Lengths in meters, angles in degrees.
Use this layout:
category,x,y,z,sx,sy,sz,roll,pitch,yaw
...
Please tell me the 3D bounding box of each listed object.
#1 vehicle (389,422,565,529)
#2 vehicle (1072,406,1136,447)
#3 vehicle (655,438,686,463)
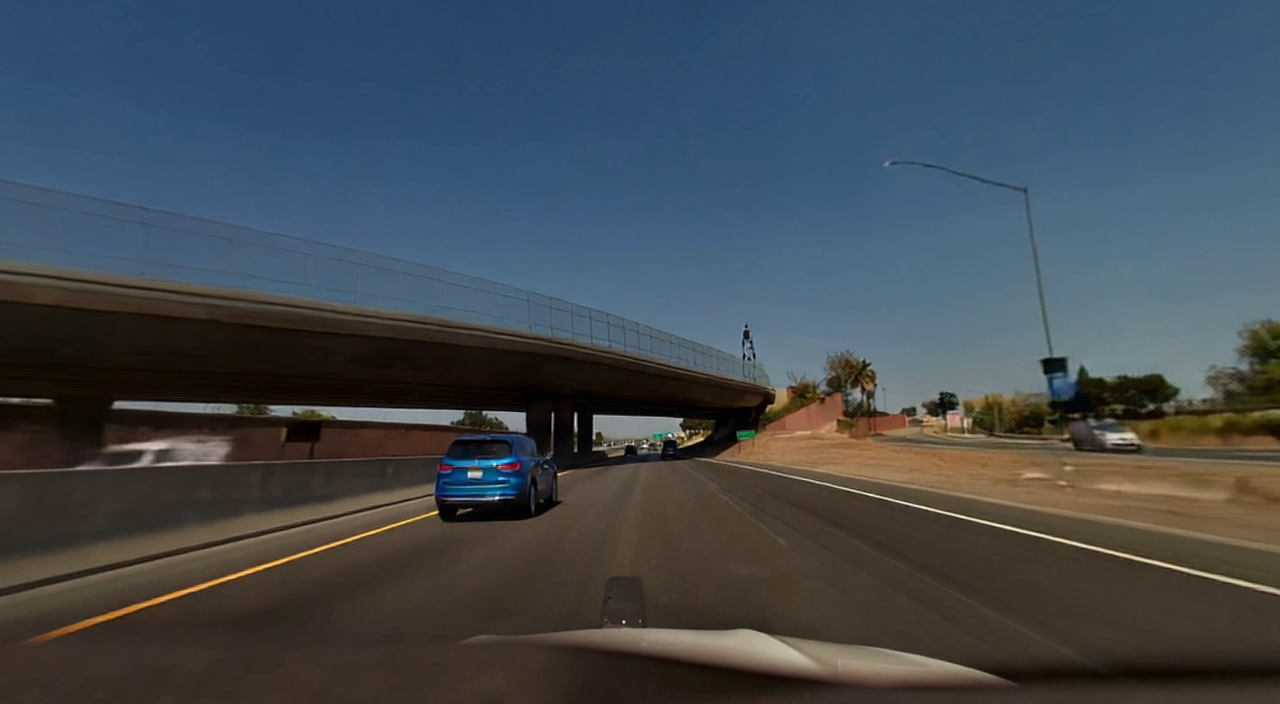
category,x,y,z,sx,sy,sz,roll,pitch,yaw
vehicle,-2.893,2.325,12.459,2.143,1.693,4.513,-1,-8,2
vehicle,28.696,4.619,39.029,2.588,2.449,1.523,-1,-8,6
vehicle,2.073,6.883,44.072,2.073,1.621,3.993,-1,-8,1
